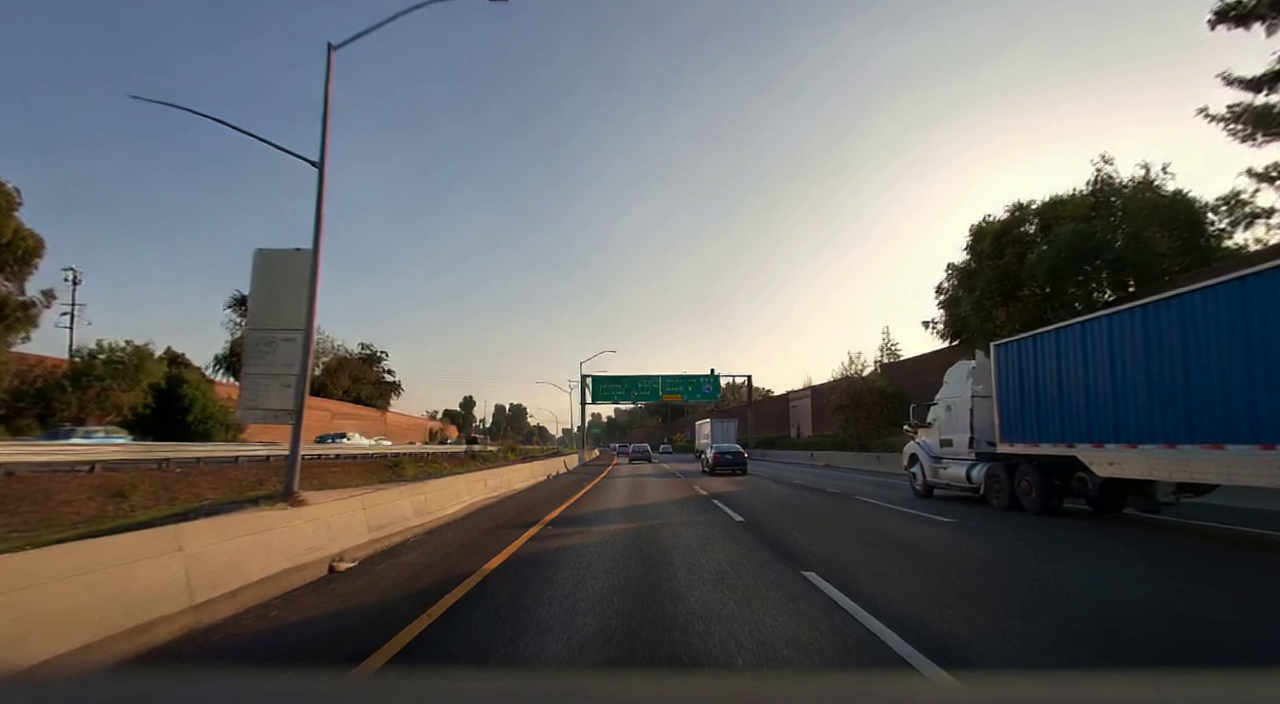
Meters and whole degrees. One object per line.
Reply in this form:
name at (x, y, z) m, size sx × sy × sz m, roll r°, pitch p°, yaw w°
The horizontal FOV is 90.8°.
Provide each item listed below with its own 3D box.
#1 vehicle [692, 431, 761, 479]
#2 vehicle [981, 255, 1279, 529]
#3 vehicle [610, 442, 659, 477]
vehicle at (3.569, 4.395, 27.073) m, size 2.114 × 1.849 × 4.692 m, roll 0°, pitch -9°, yaw -2°
vehicle at (11.229, 0.660, 10.012) m, size 2.914 × 4.134 × 15.553 m, roll 0°, pitch -9°, yaw 0°
vehicle at (-0.274, 4.868, 28.883) m, size 2.083 × 1.477 × 3.965 m, roll 0°, pitch -9°, yaw -1°
